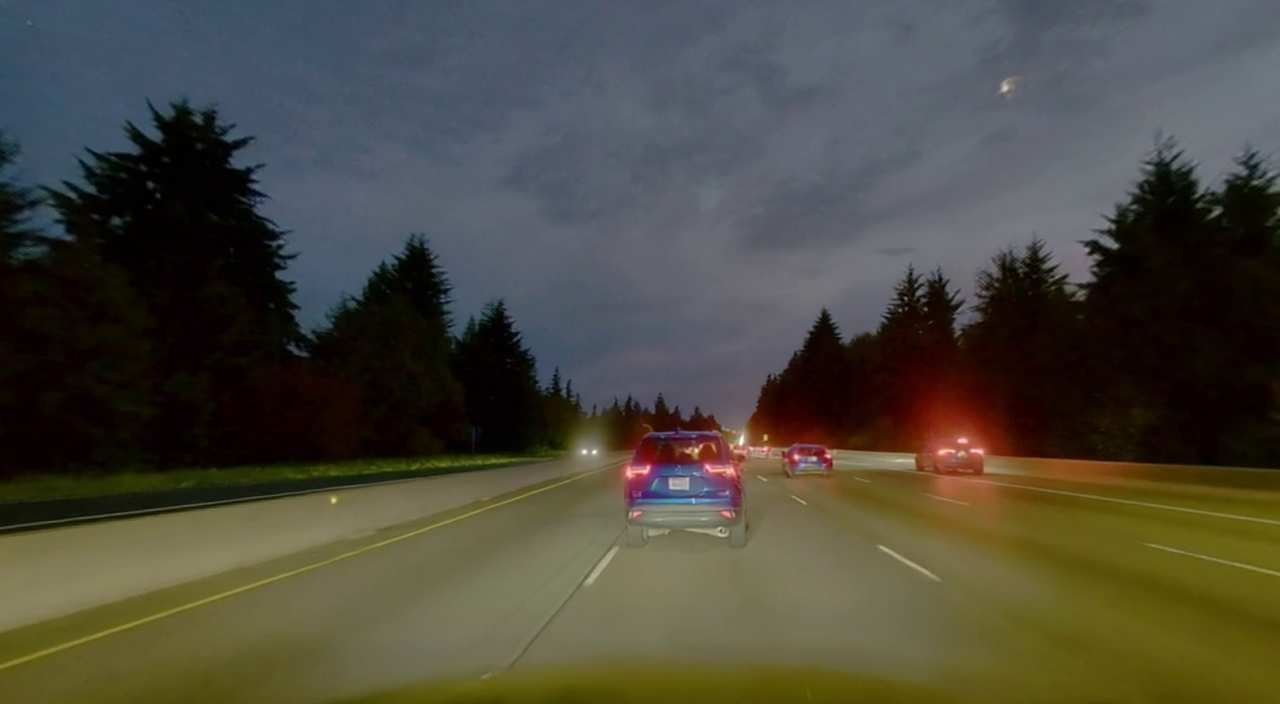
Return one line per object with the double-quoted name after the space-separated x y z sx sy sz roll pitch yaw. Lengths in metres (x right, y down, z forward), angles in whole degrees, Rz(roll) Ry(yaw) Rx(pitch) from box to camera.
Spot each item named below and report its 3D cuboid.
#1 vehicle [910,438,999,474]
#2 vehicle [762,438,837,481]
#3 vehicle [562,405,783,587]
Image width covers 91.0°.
13.969 4.629 28.273 1.990 1.478 4.475 -1 -8 5 "vehicle"
5.845 3.974 23.628 1.962 1.442 4.536 -1 -8 4 "vehicle"
0.472 1.615 7.882 2.021 1.635 4.085 -1 -8 5 "vehicle"
